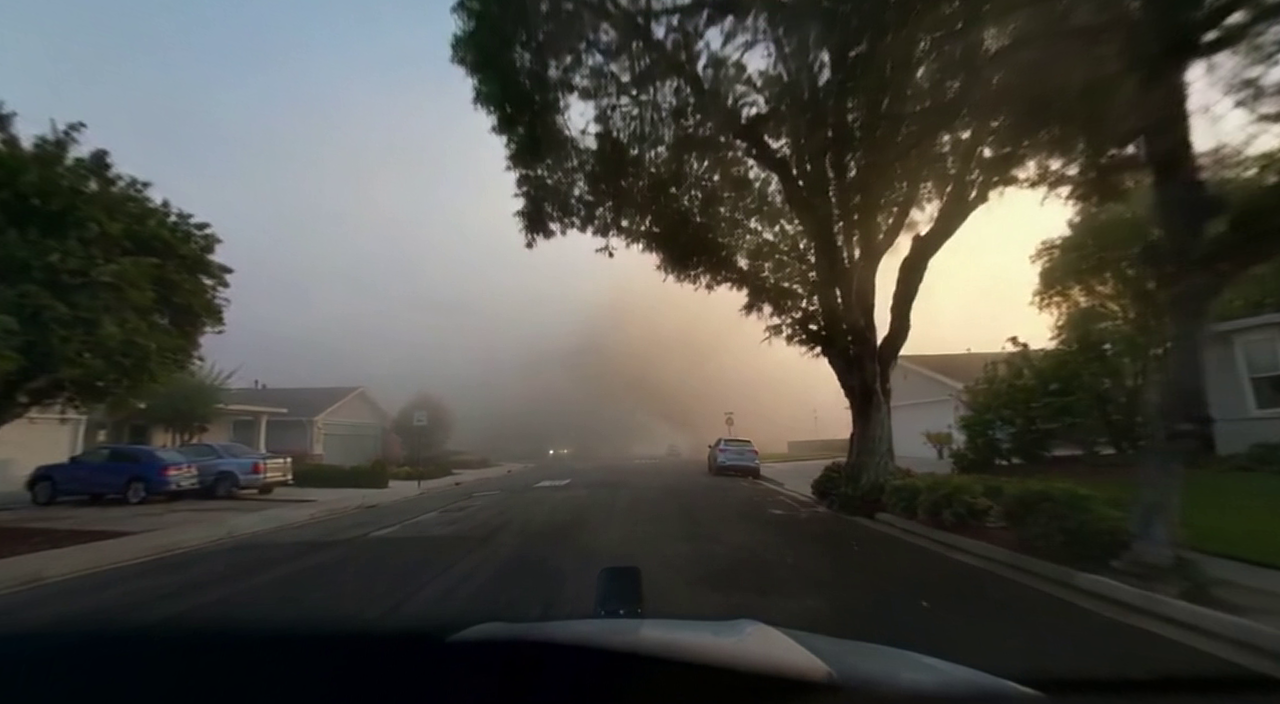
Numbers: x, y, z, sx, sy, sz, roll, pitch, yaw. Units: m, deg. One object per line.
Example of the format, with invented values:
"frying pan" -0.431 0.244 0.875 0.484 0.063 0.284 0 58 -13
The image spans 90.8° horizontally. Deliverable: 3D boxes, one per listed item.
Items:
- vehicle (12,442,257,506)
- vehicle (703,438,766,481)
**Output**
"vehicle" -12.983 3.150 16.517 4.572 1.522 1.999 1 -9 -3
"vehicle" 3.585 4.161 24.686 1.975 1.528 4.000 0 -9 2
